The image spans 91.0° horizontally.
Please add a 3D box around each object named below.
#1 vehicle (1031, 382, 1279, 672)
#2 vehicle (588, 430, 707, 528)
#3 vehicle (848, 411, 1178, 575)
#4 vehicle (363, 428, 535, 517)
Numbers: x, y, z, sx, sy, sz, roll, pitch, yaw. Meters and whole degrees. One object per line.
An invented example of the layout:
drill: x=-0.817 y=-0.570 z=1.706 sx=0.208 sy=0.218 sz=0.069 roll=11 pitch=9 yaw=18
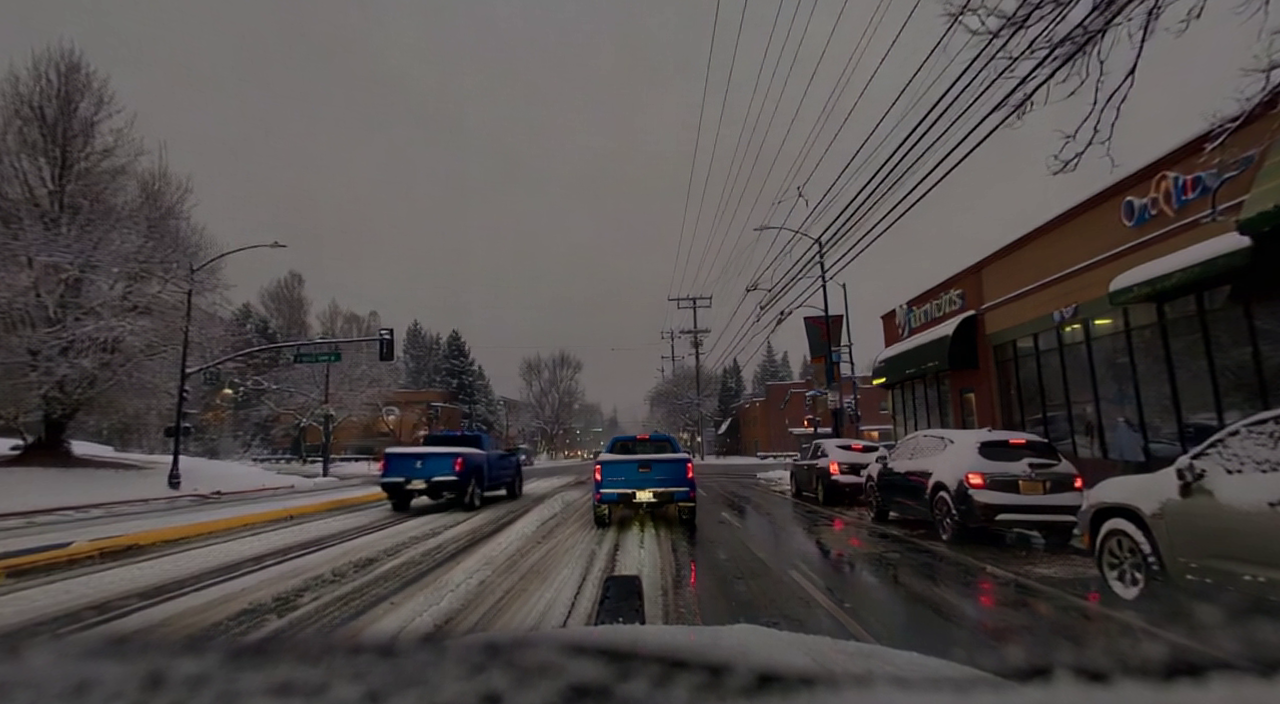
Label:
vehicle: x=4.918 y=1.084 z=3.917 sx=2.014 sy=1.755 sz=4.520 roll=0 pitch=-9 yaw=0
vehicle: x=0.184 y=2.590 z=13.481 sx=2.089 sy=1.699 sz=4.650 roll=0 pitch=-9 yaw=1
vehicle: x=4.929 y=1.923 z=9.450 sx=2.007 sy=1.786 sz=4.870 roll=0 pitch=-9 yaw=1
vehicle: x=-4.308 y=2.820 z=15.322 sx=2.140 sy=1.768 sz=5.092 roll=-1 pitch=-9 yaw=6
